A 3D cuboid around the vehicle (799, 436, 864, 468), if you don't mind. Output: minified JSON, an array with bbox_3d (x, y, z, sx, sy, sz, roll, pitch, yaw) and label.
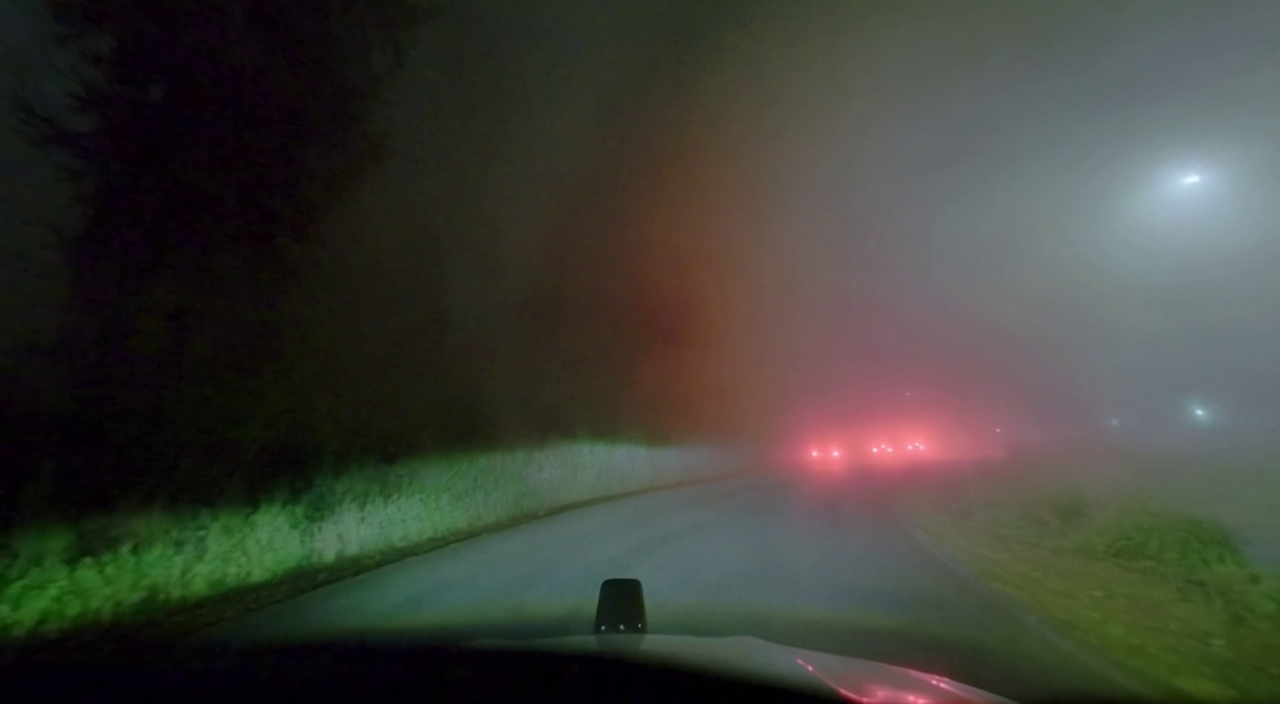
[{"bbox_3d":[11.611,6.016,37.950,1.988,1.789,4.257,-7,-11,44],"label":"vehicle"}]
